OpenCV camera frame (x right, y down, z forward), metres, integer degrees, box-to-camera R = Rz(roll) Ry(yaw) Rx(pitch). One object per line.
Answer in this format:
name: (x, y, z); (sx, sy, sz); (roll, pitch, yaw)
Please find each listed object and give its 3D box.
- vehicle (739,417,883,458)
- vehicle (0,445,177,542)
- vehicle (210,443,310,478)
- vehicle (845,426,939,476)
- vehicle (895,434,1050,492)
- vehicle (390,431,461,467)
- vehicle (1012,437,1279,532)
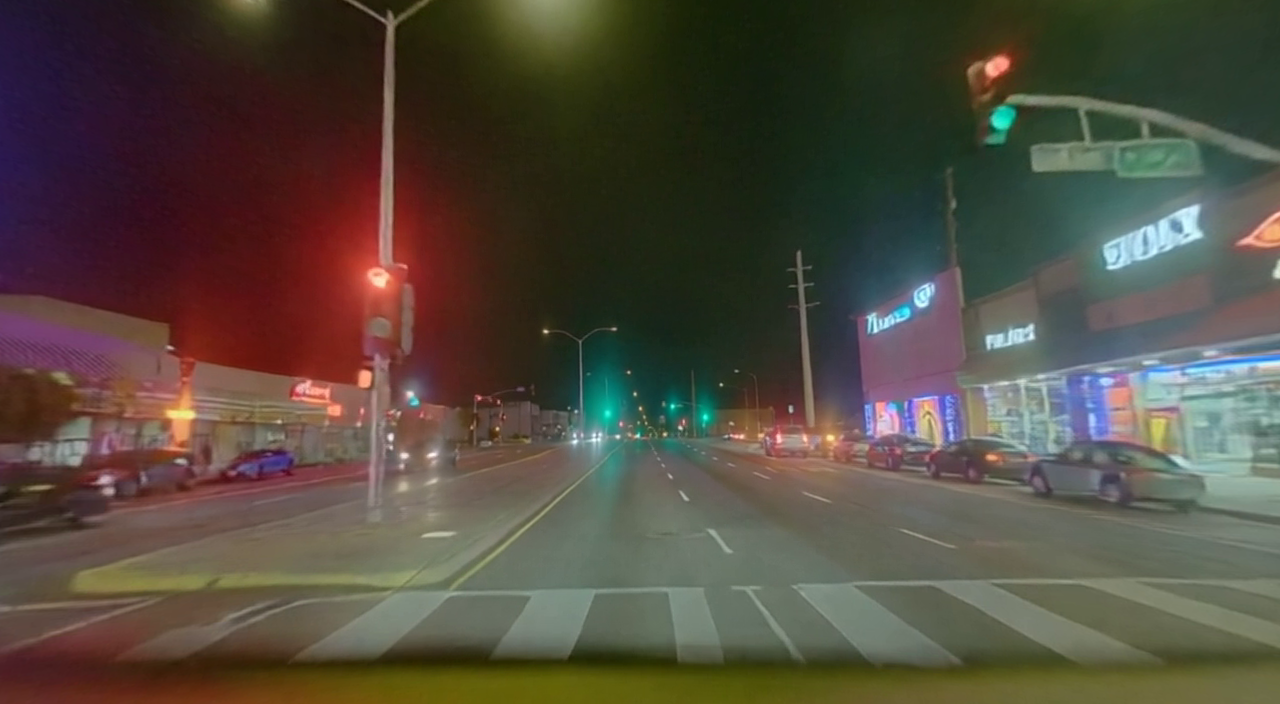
vehicle: (9.819, 5.177, 37.510); (6.229, 2.004, 6.552); (-1, -9, -6)
vehicle: (-10.977, 2.417, 11.233); (1.943, 1.501, 4.626); (0, -8, 0)
vehicle: (-18.036, 5.147, 30.262); (1.951, 1.524, 4.409); (0, -9, 1)
vehicle: (9.926, 3.928, 25.294); (1.925, 1.808, 4.255); (0, -9, 0)
vehicle: (9.781, 3.296, 19.143); (1.913, 1.492, 4.787); (0, -9, -3)
vehicle: (-11.013, 5.009, 32.797); (2.027, 1.722, 4.471); (0, -8, 0)
vehicle: (9.677, 2.454, 12.402); (1.948, 1.483, 4.645); (0, -8, 1)
